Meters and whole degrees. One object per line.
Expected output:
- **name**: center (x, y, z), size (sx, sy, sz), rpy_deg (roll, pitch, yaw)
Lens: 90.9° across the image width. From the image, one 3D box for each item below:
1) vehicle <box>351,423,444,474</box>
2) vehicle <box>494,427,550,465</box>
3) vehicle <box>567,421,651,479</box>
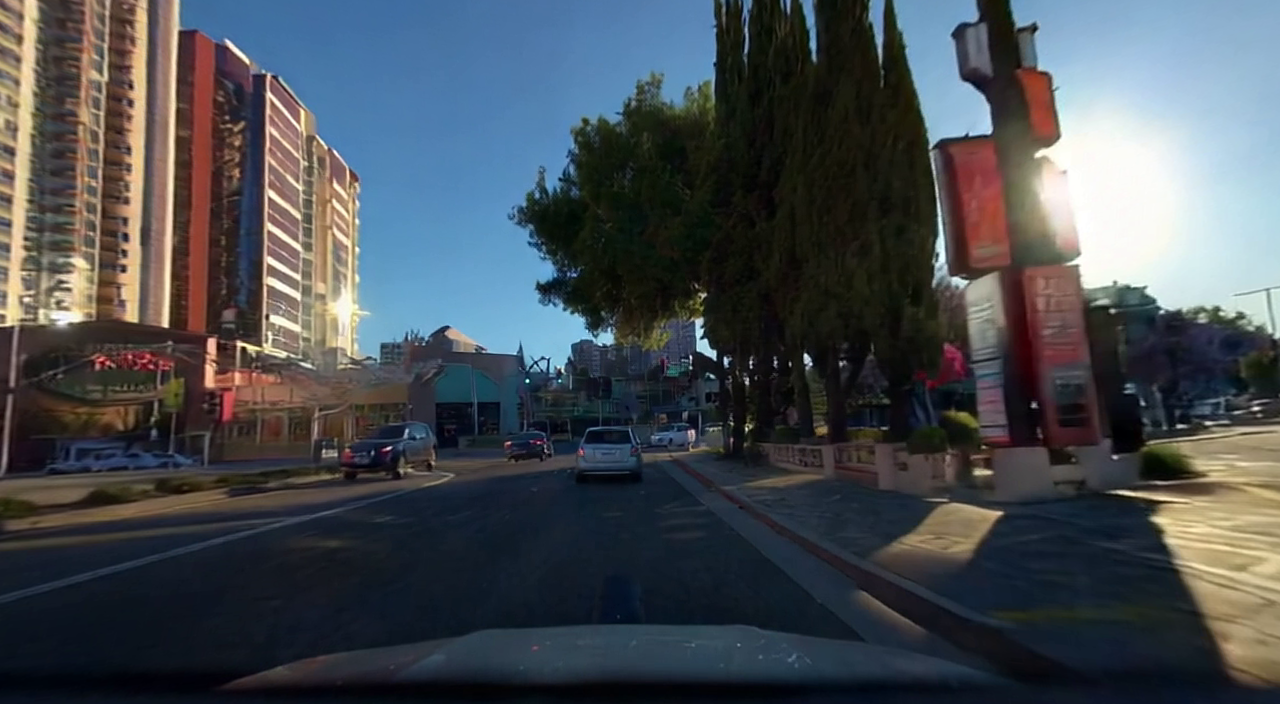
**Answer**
- **vehicle**: center (-8.982, 3.597, 23.776), size (1.994, 1.717, 4.380), rpy_deg (0, -8, -4)
- **vehicle**: center (-4.950, 3.992, 26.847), size (2.023, 1.485, 3.721), rpy_deg (1, -8, -6)
- **vehicle**: center (-0.829, 3.002, 19.586), size (2.231, 1.572, 4.227), rpy_deg (0, -8, 2)
